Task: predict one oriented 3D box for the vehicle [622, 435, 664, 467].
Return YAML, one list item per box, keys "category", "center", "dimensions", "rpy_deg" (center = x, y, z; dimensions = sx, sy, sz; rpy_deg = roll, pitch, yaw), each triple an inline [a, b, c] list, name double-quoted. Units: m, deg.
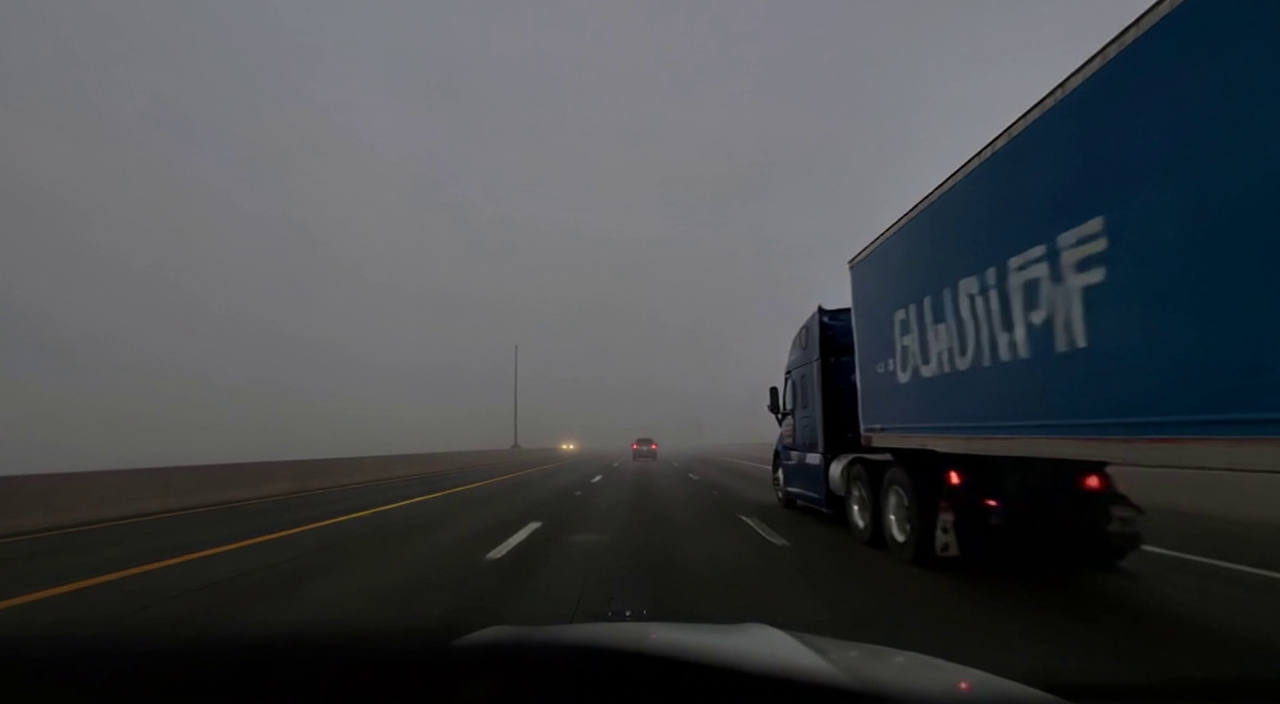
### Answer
- category: "vehicle"
  center: [0.163, 5.345, 34.207]
  dimensions: [2.111, 1.635, 4.177]
  rpy_deg: [0, -8, 0]
